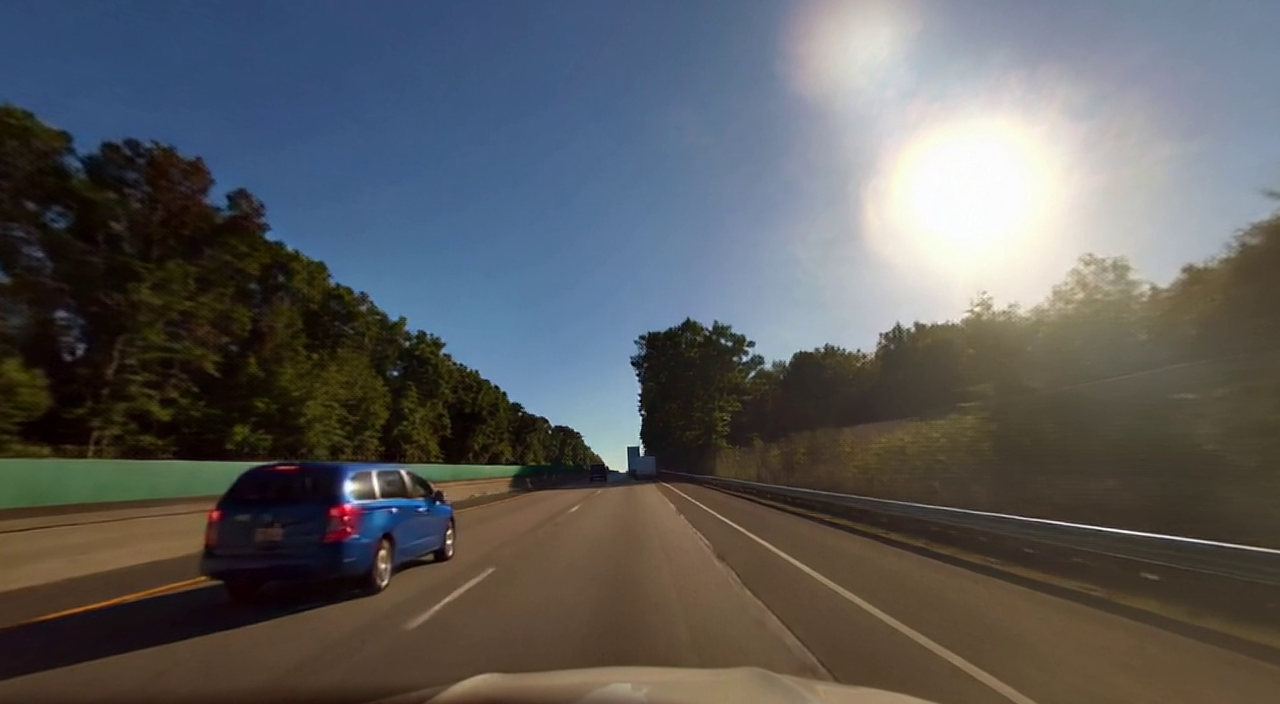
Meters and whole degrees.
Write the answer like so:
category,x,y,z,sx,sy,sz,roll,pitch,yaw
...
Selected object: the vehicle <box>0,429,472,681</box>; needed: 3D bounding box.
category,x,y,z,sx,sy,sz,roll,pitch,yaw
vehicle,-3.269,1.643,6.095,2.038,1.490,4.391,1,-11,0
